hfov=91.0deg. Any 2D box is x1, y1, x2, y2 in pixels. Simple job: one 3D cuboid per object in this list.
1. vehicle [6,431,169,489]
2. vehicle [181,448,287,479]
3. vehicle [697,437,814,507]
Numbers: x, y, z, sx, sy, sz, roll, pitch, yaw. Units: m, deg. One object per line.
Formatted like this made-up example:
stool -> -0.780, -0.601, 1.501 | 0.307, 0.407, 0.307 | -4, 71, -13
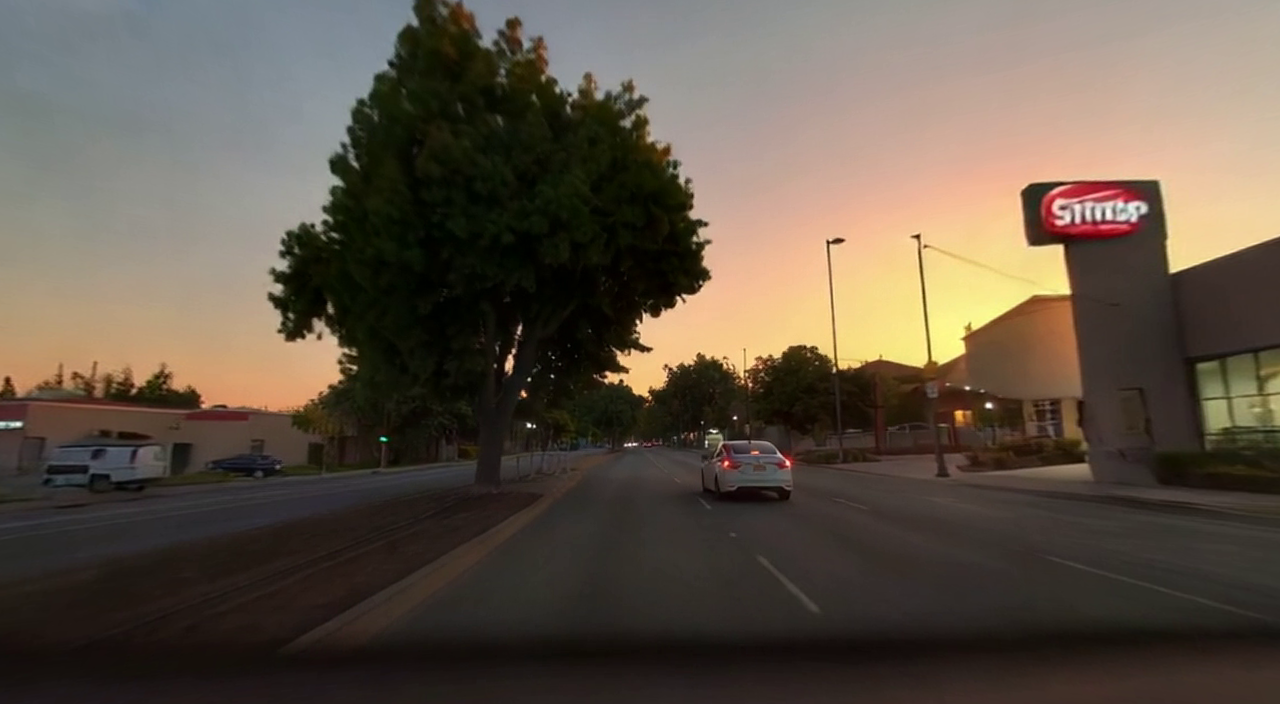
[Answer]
vehicle -> -28.192, 5.505, 32.484 | 5.802, 2.743, 2.245 | 5, -10, -32
vehicle -> -28.648, 7.864, 44.632 | 6.011, 2.042, 2.375 | 5, -10, -31
vehicle -> 2.678, 2.917, 15.778 | 2.015, 1.479, 4.444 | 0, -9, -1
